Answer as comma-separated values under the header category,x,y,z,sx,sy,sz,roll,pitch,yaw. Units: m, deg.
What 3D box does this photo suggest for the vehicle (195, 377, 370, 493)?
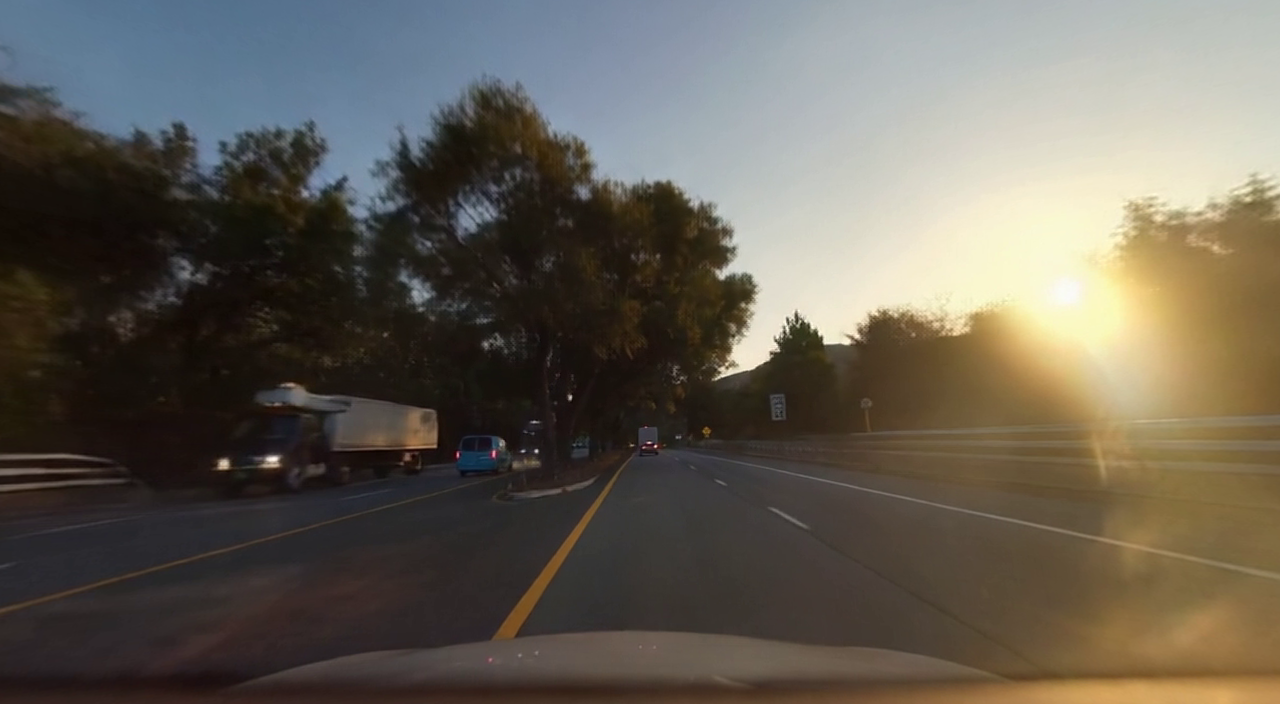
category,x,y,z,sx,sy,sz,roll,pitch,yaw
vehicle,-14.121,3.406,25.694,3.090,4.025,6.471,1,-8,1

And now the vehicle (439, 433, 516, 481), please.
category,x,y,z,sx,sy,sz,roll,pitch,yaw
vehicle,-6.944,4.530,27.432,2.068,1.897,4.372,0,-8,1
